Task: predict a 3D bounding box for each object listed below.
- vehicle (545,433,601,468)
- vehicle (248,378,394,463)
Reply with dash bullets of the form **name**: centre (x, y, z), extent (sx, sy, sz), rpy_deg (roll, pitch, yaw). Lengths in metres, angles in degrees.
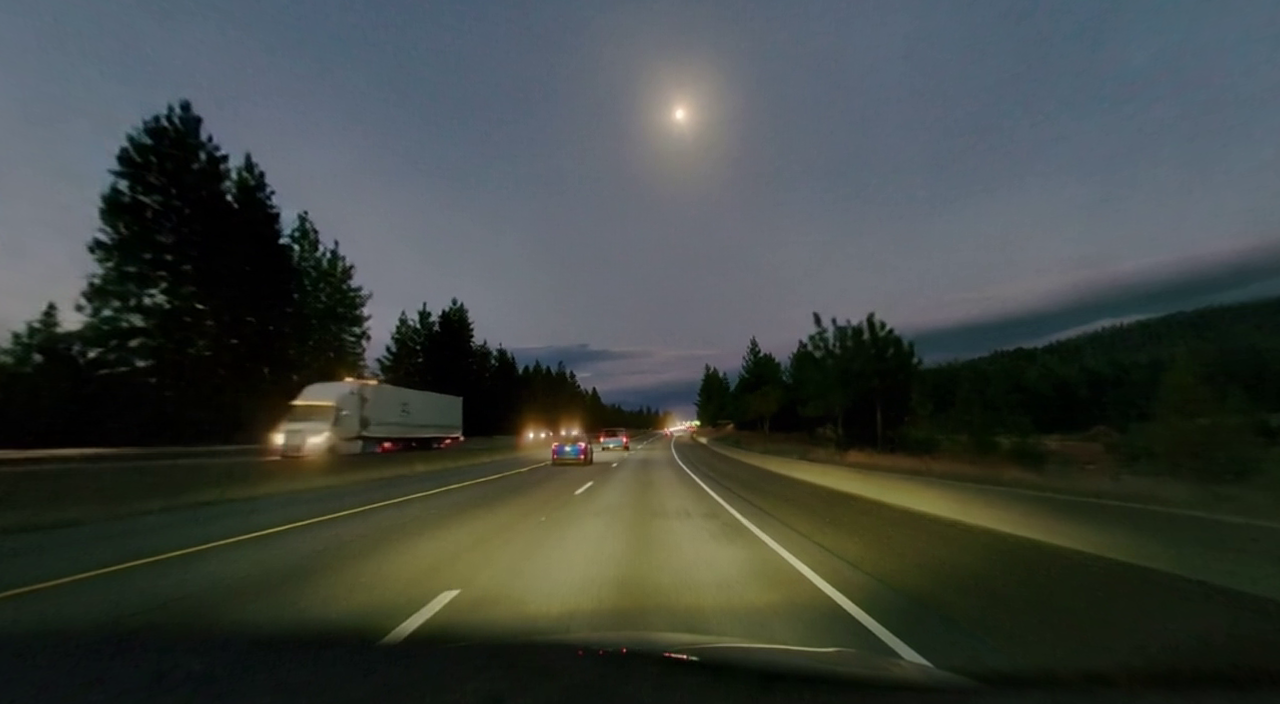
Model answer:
- **vehicle**: centre (-3.147, 4.771, 30.535), extent (2.053, 1.589, 4.671), rpy_deg (0, -8, 2)
- **vehicle**: centre (-16.952, 3.907, 34.376), extent (3.145, 4.014, 8.683), rpy_deg (0, -8, 2)
